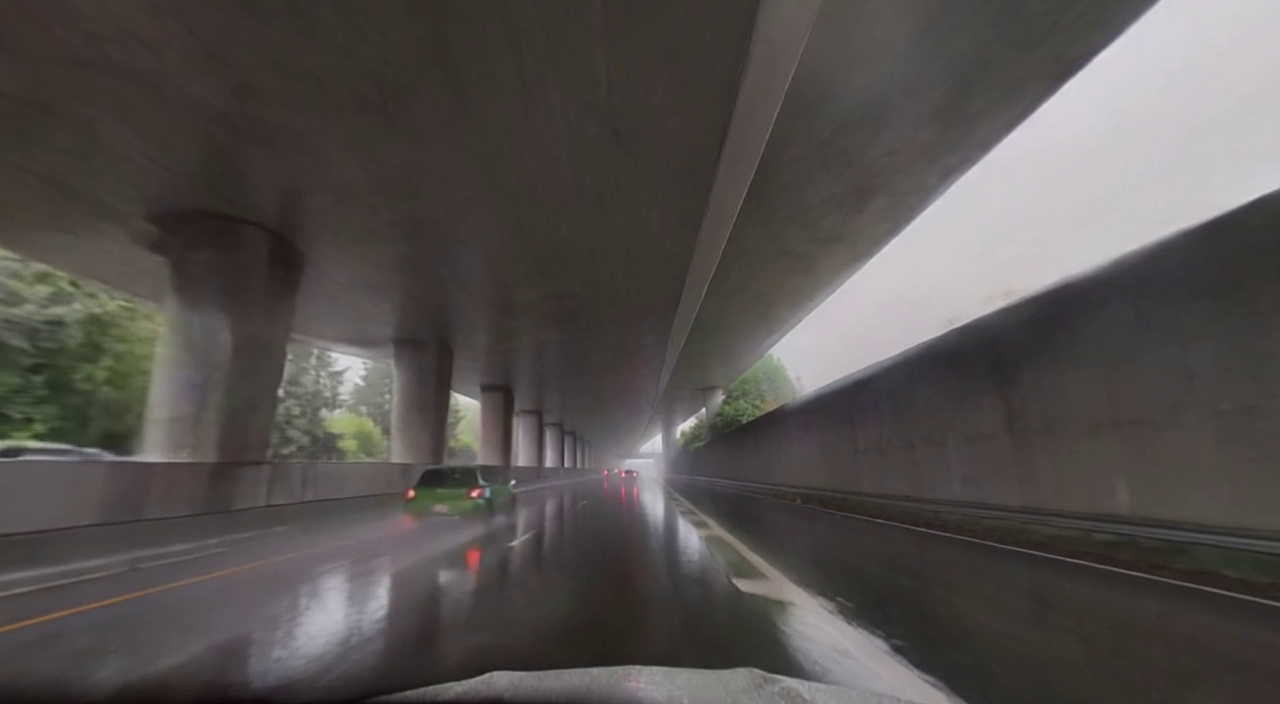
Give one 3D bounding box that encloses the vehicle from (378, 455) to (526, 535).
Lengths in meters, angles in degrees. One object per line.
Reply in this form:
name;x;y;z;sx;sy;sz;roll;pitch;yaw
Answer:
vehicle;-3.944;3.097;14.043;2.006;1.469;4.050;1;-10;0
